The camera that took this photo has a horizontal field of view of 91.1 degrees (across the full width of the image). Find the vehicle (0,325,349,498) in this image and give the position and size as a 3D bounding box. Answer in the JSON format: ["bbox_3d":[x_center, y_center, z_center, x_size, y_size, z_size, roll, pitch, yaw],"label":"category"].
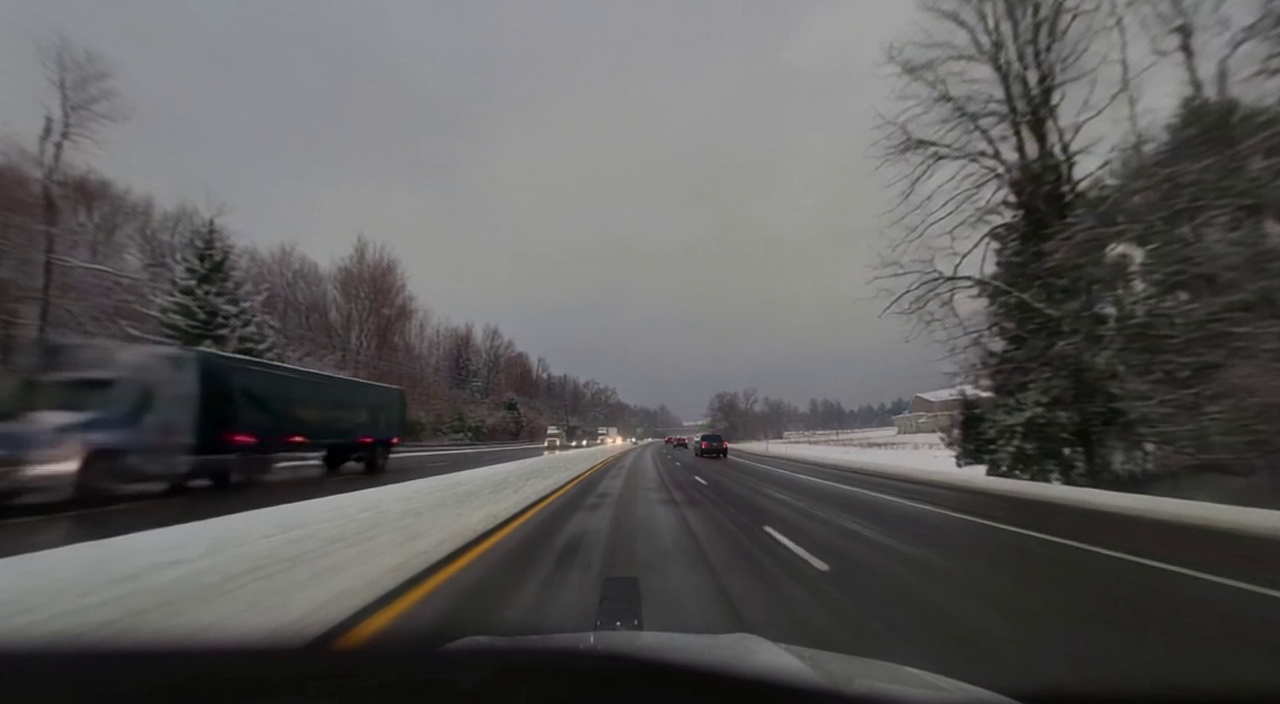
[{"bbox_3d":[-12.931,2.027,19.293,3.048,3.893,10.150,0,-8,0],"label":"vehicle"}]

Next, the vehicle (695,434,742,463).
[{"bbox_3d":[4.280,5.328,34.823,2.024,1.516,4.197,0,-8,0],"label":"vehicle"}]
